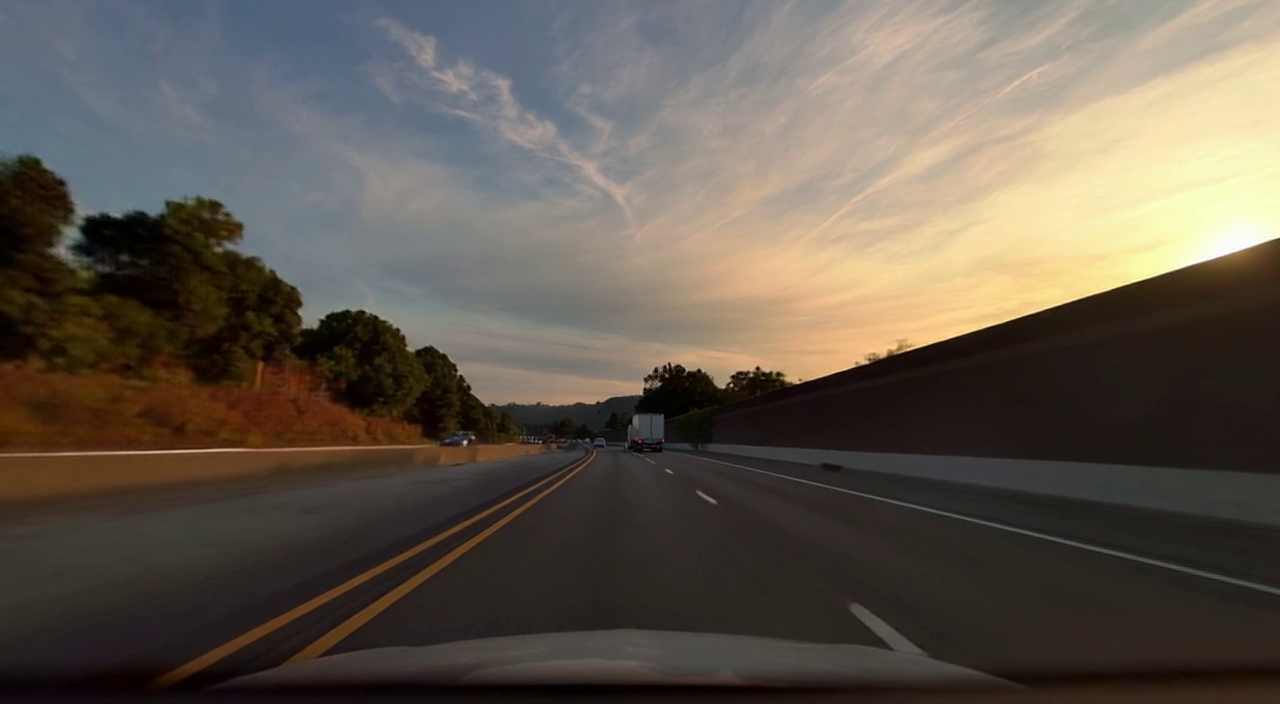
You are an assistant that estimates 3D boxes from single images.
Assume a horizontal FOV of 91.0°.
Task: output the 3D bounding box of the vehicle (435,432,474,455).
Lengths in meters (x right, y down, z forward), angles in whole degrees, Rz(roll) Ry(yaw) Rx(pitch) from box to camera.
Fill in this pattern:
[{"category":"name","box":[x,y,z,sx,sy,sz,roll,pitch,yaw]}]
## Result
[{"category":"vehicle","box":[-13.870,6.852,47.187,1.829,1.570,4.180,0,-8,-2]}]
